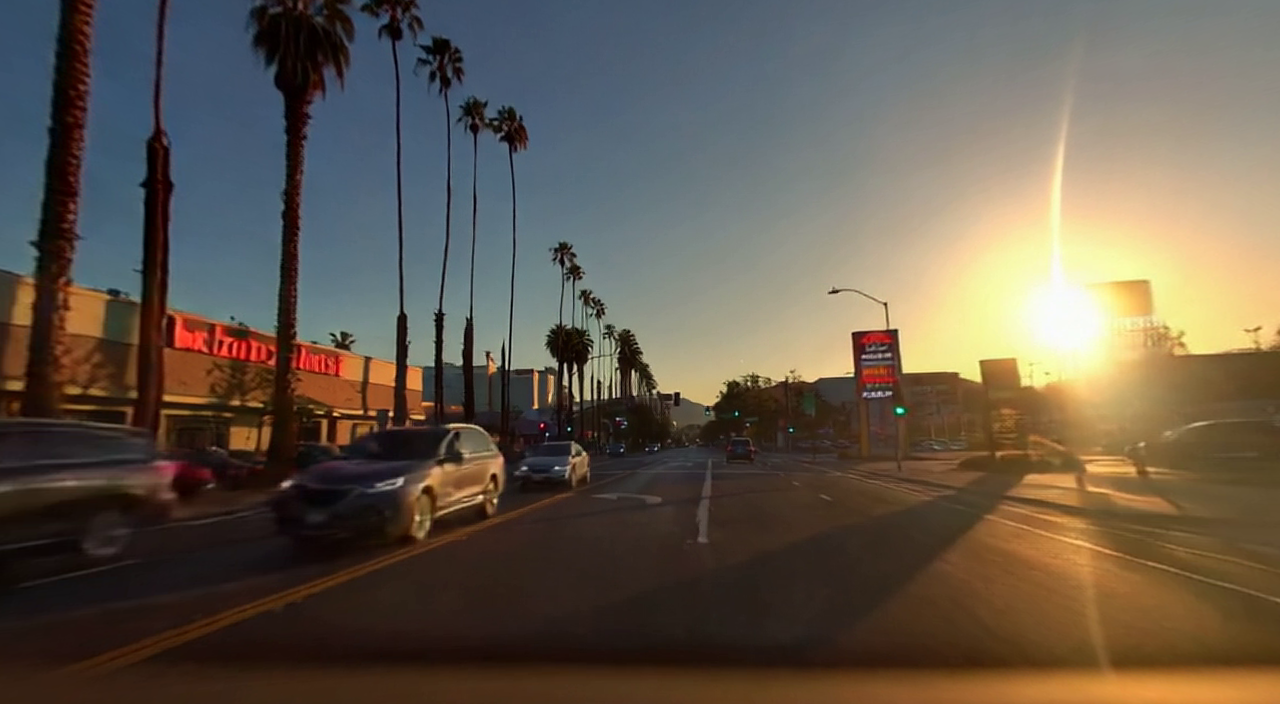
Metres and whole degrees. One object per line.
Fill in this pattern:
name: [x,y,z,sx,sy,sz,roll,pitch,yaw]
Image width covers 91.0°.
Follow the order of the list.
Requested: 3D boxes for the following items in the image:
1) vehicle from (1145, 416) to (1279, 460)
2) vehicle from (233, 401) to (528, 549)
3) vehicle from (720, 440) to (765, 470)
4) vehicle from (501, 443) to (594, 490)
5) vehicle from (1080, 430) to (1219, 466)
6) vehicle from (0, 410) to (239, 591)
vehicle: [27.703,4.129,30.017,2.308,1.868,4.999,4,-9,-23]
vehicle: [-4.103,2.109,11.518,2.551,1.995,5.615,-1,-9,6]
vehicle: [5.438,5.510,33.851,2.065,1.507,4.225,-1,-9,6]
vehicle: [-3.133,4.008,22.498,2.090,1.489,4.909,-1,-9,6]
vehicle: [24.215,4.574,30.146,2.028,1.556,4.625,4,-9,-26]
vehicle: [-8.174,1.727,7.556,2.328,1.976,5.915,-1,-9,7]
